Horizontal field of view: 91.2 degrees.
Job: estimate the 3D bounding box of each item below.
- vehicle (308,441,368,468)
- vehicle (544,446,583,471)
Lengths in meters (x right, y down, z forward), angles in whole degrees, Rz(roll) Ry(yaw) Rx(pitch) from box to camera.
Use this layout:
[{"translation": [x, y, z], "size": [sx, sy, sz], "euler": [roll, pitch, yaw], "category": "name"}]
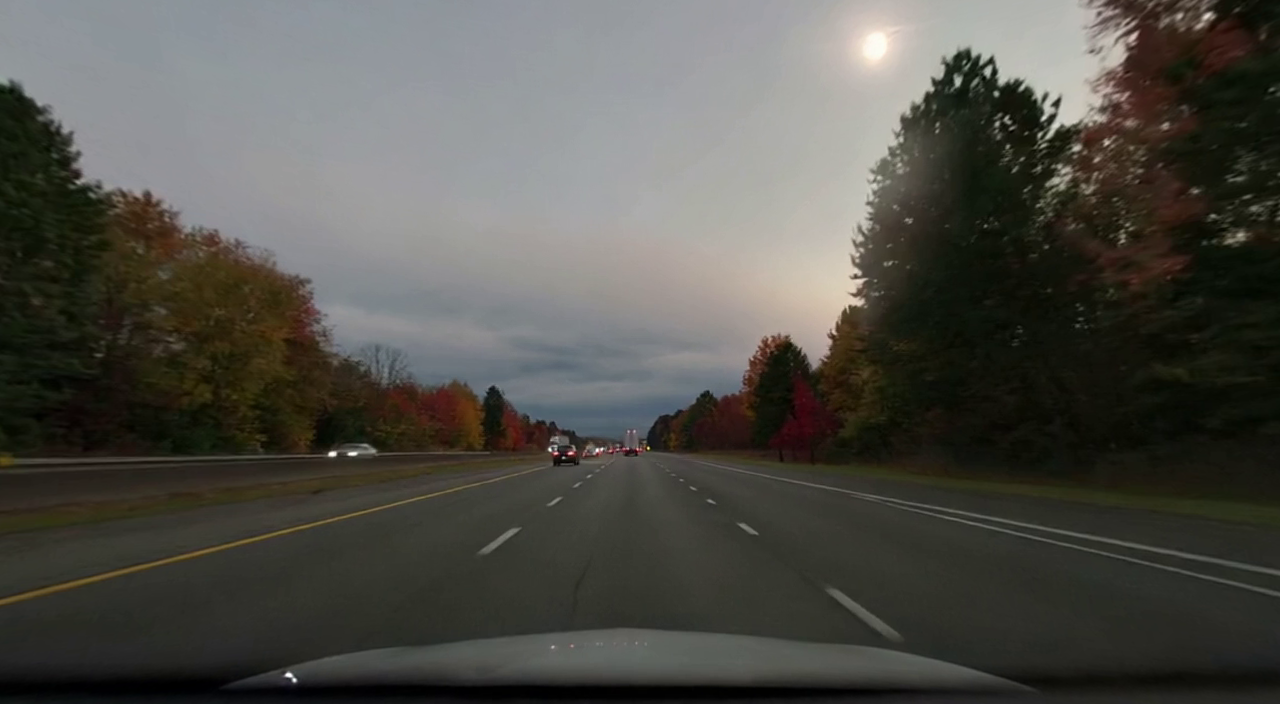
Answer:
[{"translation": [-17.948, 6.102, 37.420], "size": [1.798, 1.484, 3.728], "euler": [0, -9, -1], "category": "vehicle"}, {"translation": [-4.651, 6.536, 38.615], "size": [1.963, 1.475, 3.665], "euler": [0, -9, -1], "category": "vehicle"}]
